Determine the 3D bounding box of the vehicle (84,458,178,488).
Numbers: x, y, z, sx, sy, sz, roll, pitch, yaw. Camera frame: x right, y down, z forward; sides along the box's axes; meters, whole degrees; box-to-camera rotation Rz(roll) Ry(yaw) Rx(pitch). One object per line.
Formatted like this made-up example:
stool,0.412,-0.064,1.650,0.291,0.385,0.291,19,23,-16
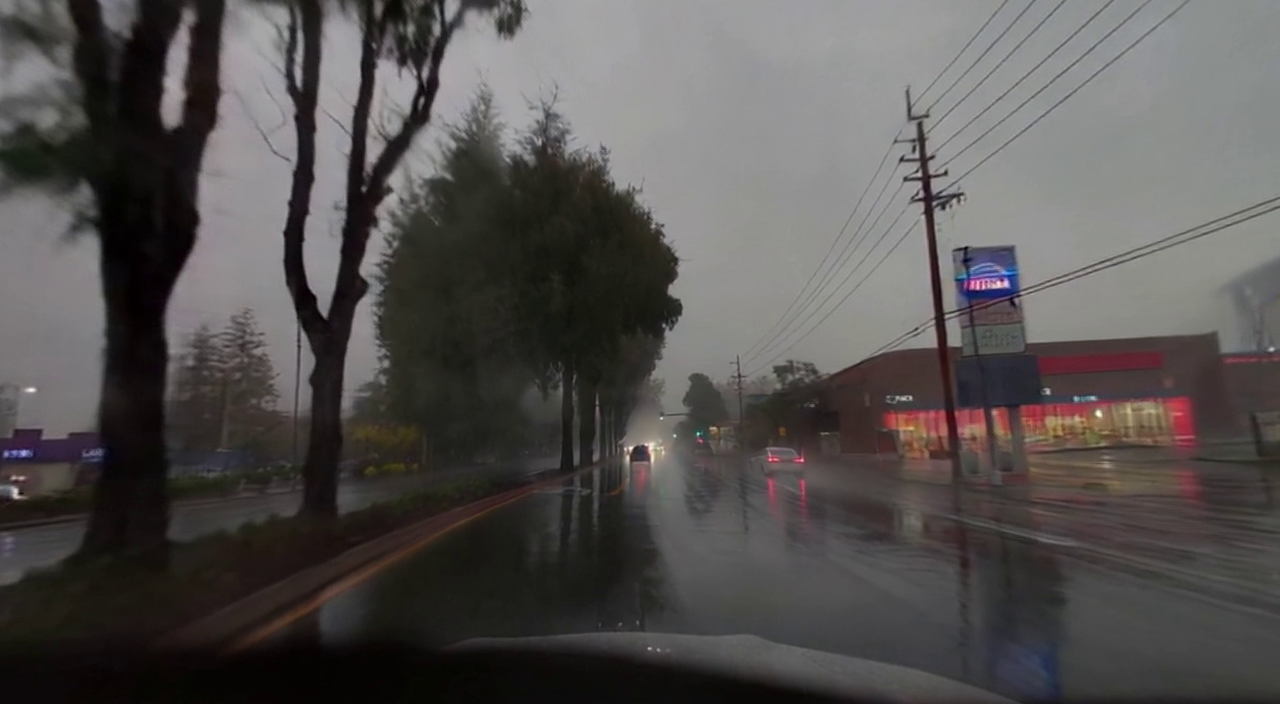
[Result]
vehicle,-32.186,7.641,40.037,4.137,1.733,2.016,2,-10,1

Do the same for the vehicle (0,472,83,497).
vehicle,-44.604,9.764,46.779,2.035,1.594,4.977,-1,-9,2
